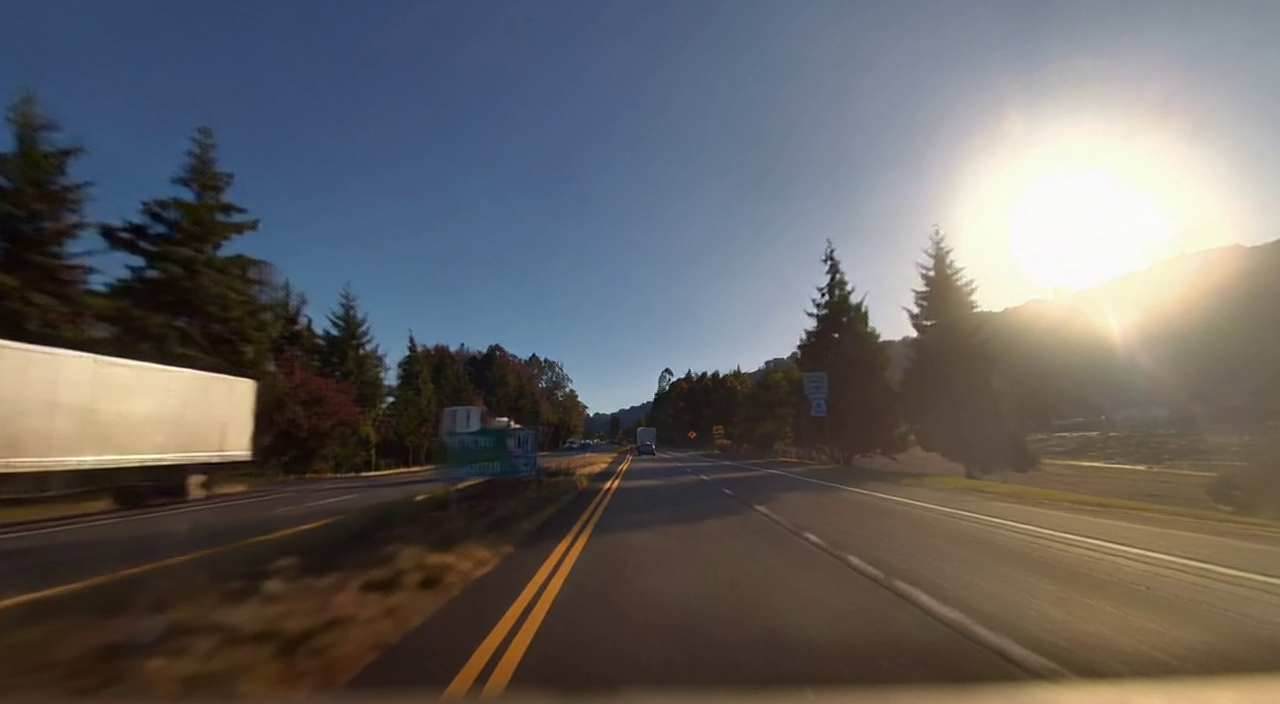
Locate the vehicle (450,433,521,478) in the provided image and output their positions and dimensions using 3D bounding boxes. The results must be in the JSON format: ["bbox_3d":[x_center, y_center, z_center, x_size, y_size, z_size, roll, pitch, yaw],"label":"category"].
[{"bbox_3d":[-7.070,4.783,29.285,2.068,1.897,4.372,0,-8,1],"label":"vehicle"}]

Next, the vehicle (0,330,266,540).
[{"bbox_3d":[-14.373,1.863,13.987,3.456,4.099,14.212,0,-8,0],"label":"vehicle"}]
